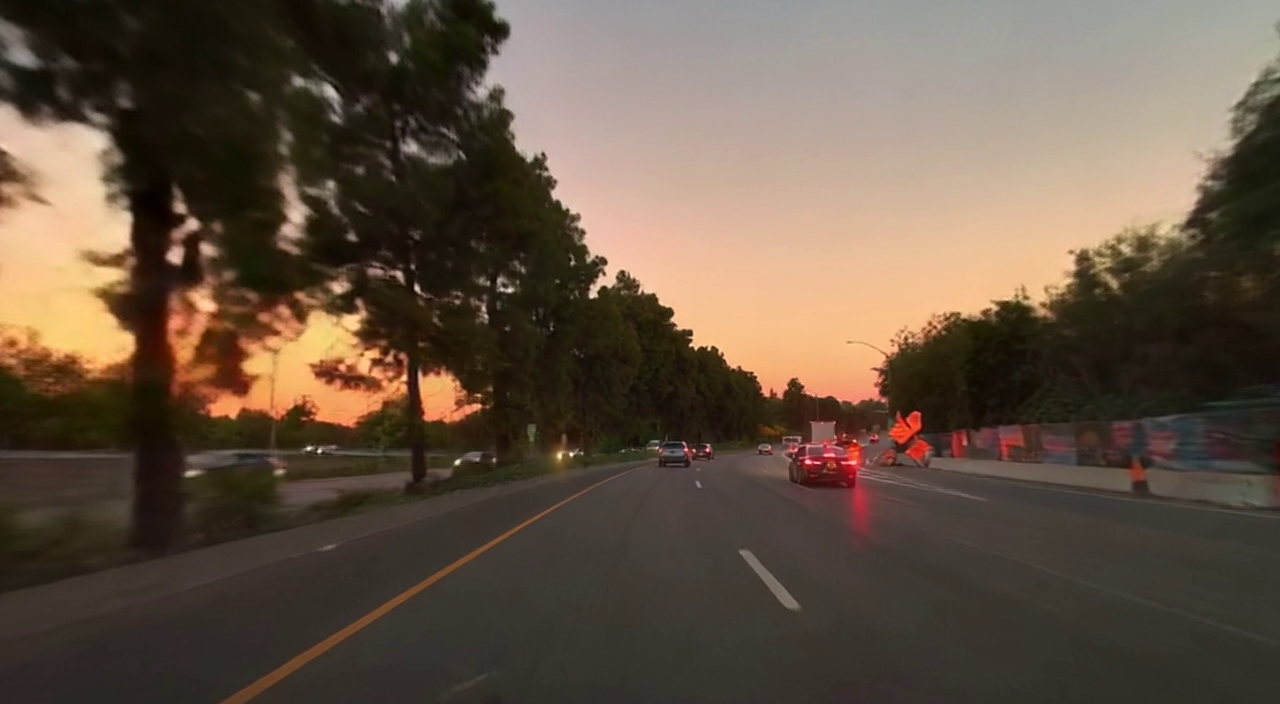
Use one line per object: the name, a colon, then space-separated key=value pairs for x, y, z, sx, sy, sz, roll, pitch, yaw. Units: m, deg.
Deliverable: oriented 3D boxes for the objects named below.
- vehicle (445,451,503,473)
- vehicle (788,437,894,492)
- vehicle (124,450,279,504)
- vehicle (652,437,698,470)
vehicle: x=-11.607 y=7.721 z=44.643 sx=2.205 sy=1.446 sz=4.840 roll=-1 pitch=-9 yaw=8
vehicle: x=5.898 y=3.337 z=19.115 sx=2.044 sy=1.474 sz=4.083 roll=0 pitch=-8 yaw=3
vehicle: x=-14.966 y=4.257 z=21.965 sx=1.913 sy=1.610 sz=4.549 roll=-1 pitch=-8 yaw=4
vehicle: x=2.020 y=5.613 z=35.114 sx=2.201 sy=1.676 sz=4.541 roll=-1 pitch=-8 yaw=7
